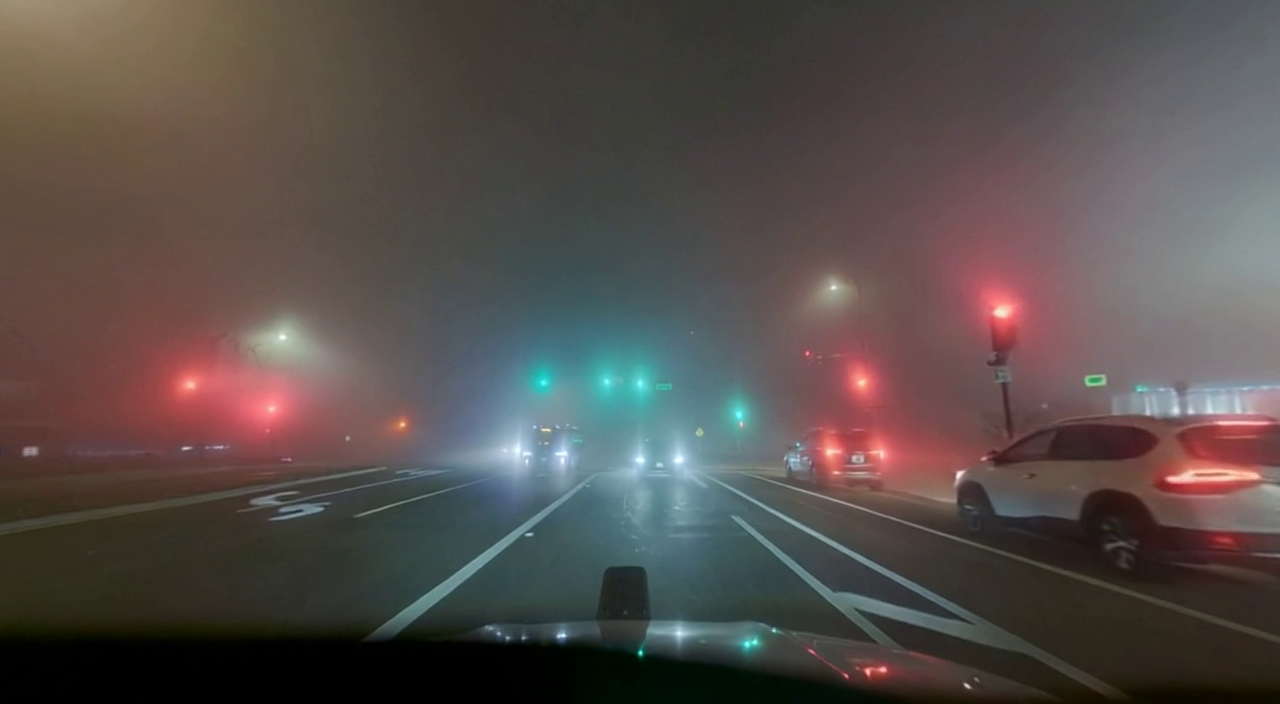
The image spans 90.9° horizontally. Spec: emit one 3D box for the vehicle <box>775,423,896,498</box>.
[{"bbox_3d":[5.744,3.176,19.262,2.112,1.966,4.642,-1,-7,-1],"label":"vehicle"}]

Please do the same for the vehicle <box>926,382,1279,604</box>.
[{"bbox_3d":[5.599,1.425,7.538,2.069,1.776,4.797,0,-7,0],"label":"vehicle"}]

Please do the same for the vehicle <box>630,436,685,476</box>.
[{"bbox_3d":[0.631,4.215,25.739,2.075,1.480,3.920,0,-8,0],"label":"vehicle"}]

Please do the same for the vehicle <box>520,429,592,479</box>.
[{"bbox_3d":[-3.147,3.962,24.686,2.150,1.779,4.423,0,-8,1],"label":"vehicle"}]
